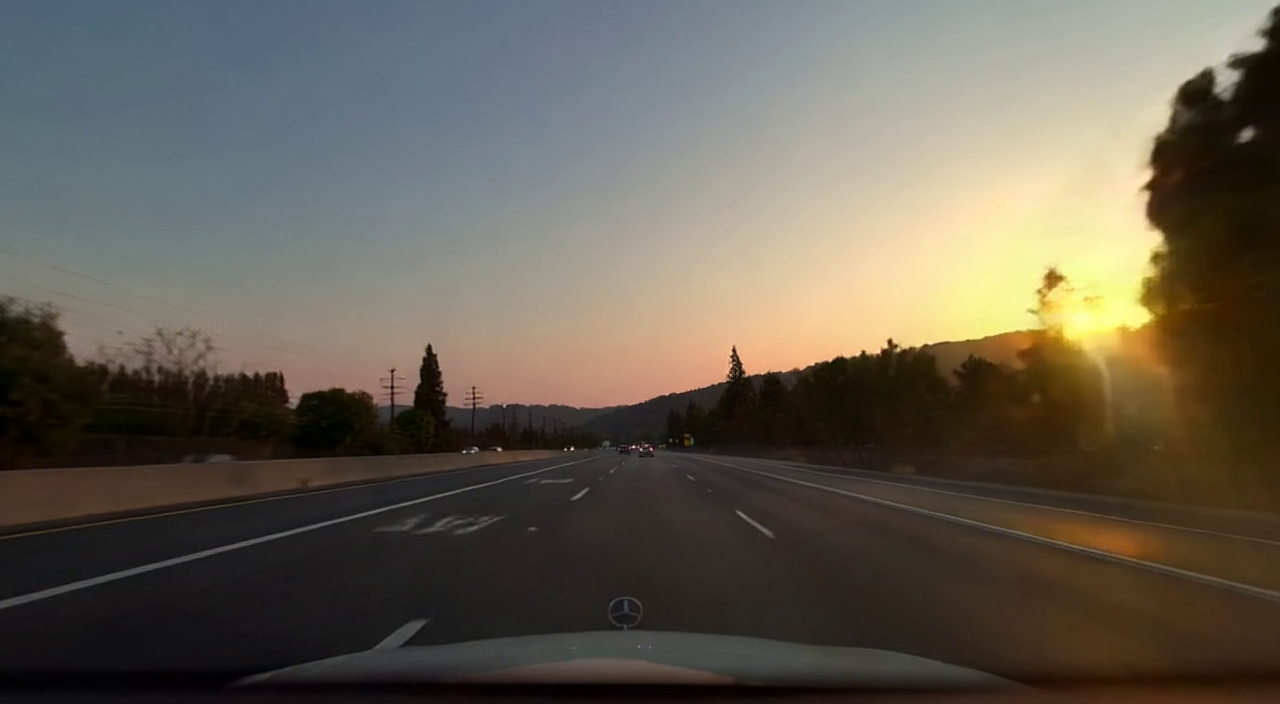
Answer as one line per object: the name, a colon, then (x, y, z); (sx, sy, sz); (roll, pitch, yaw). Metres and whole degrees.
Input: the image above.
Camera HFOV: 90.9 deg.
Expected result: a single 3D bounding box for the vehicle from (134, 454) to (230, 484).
vehicle: (-24.394, 6.211, 33.817); (1.803, 1.449, 4.423); (0, -9, 1)
